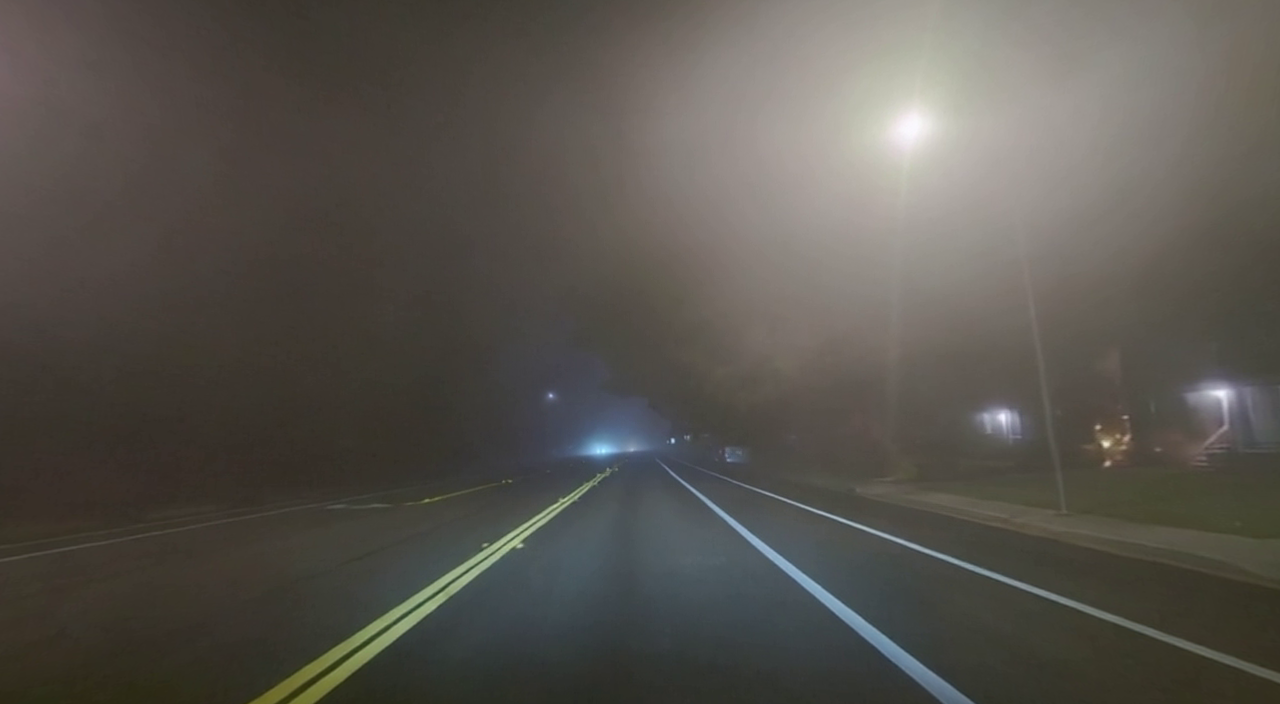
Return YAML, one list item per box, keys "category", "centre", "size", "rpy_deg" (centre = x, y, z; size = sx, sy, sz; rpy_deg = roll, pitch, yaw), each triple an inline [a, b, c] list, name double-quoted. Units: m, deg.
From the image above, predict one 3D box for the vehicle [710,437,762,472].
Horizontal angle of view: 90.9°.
- category: "vehicle"
  centre: [5.298, 5.774, 35.525]
  size: [2.160, 1.800, 4.646]
  rpy_deg: [0, -9, -1]
